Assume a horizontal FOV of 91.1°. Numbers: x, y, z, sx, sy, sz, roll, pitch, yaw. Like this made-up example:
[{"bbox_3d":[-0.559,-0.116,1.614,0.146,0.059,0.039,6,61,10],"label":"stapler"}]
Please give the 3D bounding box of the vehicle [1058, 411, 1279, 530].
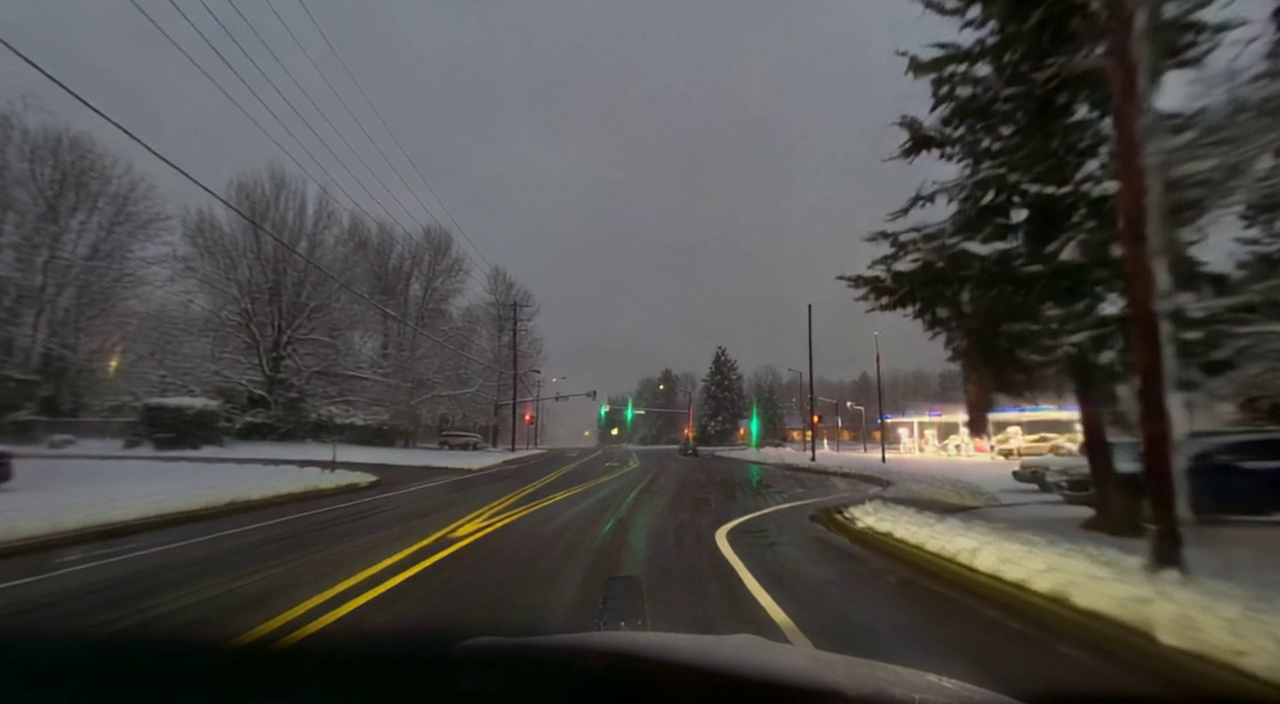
[{"bbox_3d":[10.214,1.954,10.597,4.736,1.816,1.999,-2,-9,16],"label":"vehicle"}]
